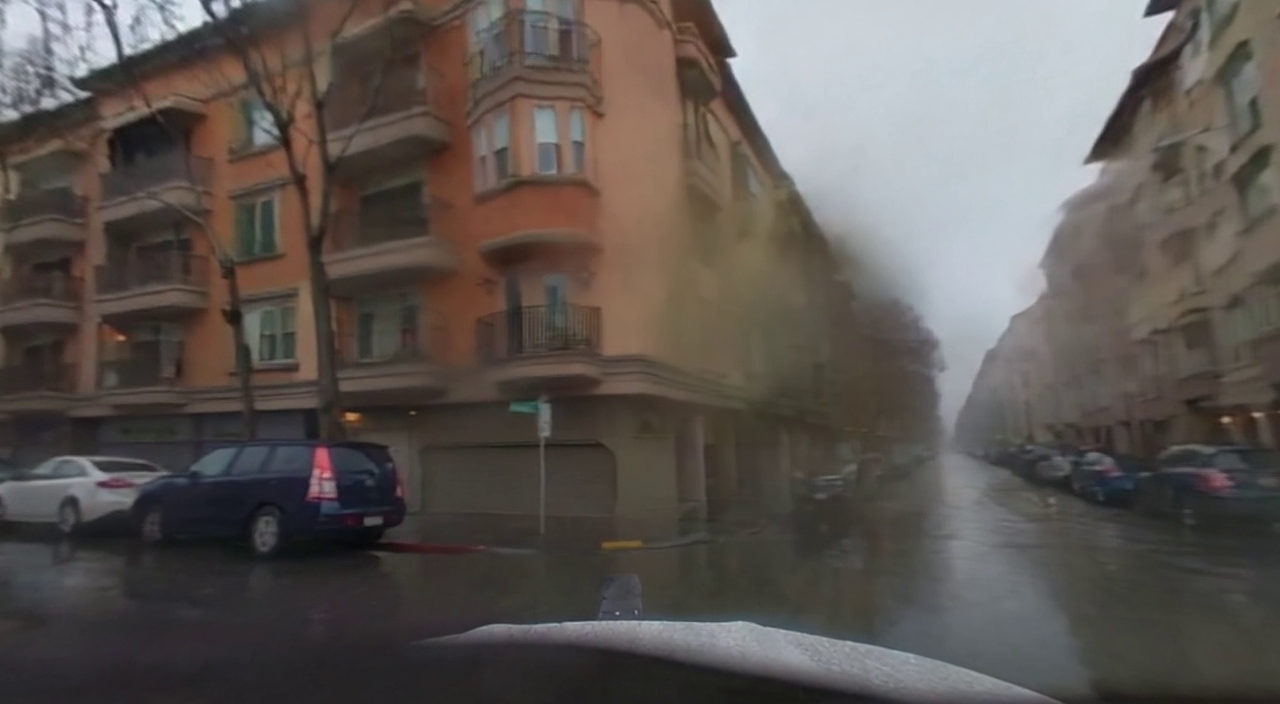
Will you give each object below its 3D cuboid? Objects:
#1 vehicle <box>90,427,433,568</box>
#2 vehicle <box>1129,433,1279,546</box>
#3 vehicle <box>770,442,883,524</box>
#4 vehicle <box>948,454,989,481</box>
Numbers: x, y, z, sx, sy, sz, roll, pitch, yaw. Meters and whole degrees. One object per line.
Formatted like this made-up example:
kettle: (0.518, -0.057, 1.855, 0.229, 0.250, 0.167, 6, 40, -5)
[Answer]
vehicle: (-5.640, 1.979, 9.390, 4.679, 1.631, 2.025, -4, -9, 25)
vehicle: (9.843, 2.183, 10.348, 1.868, 1.544, 3.869, -3, -10, 24)
vehicle: (4.105, 2.672, 13.509, 1.882, 1.459, 3.518, -3, -8, 23)
vehicle: (23.424, 8.203, 45.075, 2.341, 1.675, 4.360, -4, -9, 25)
